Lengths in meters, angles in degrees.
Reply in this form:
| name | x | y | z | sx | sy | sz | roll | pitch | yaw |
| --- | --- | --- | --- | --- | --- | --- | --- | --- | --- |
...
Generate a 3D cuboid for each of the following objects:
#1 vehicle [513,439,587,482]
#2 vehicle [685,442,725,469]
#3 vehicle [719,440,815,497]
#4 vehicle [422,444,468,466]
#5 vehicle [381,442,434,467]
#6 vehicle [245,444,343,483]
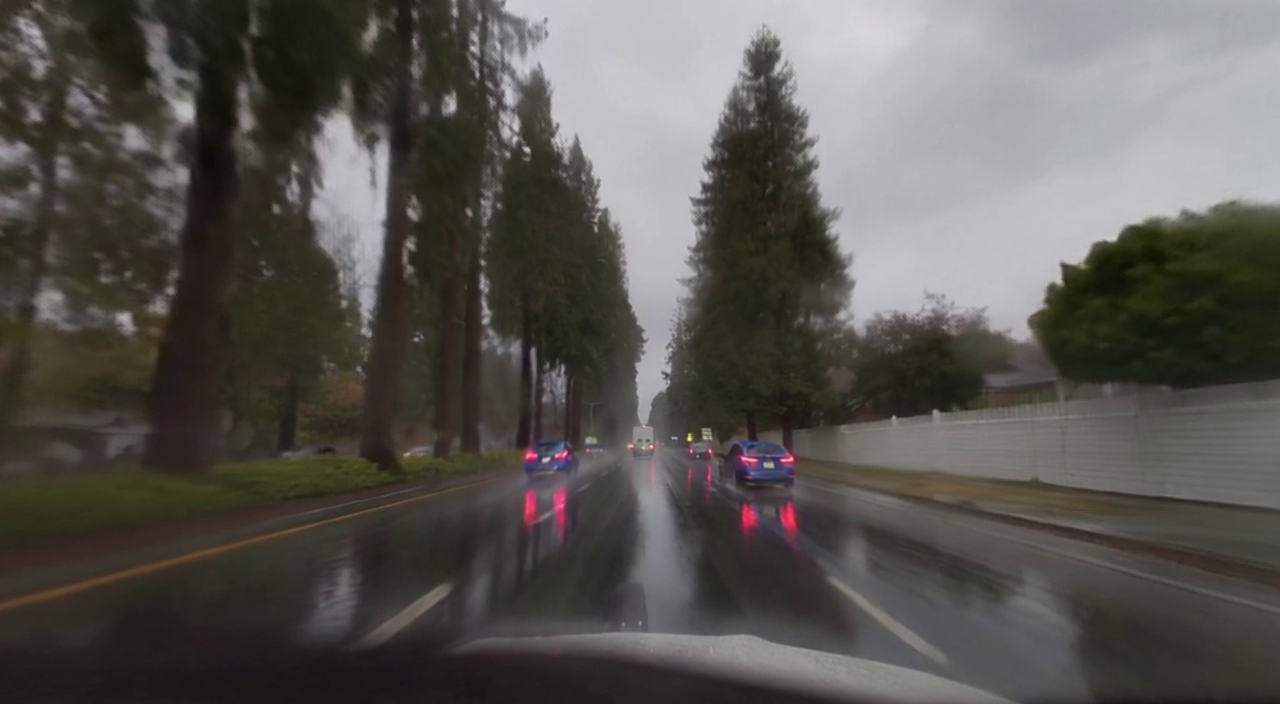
| name | x | y | z | sx | sy | sz | roll | pitch | yaw |
| --- | --- | --- | --- | --- | --- | --- | --- | --- | --- |
| vehicle | -3.313 | 4.075 | 23.980 | 2.036 | 1.474 | 4.647 | 0 | -8 | 1 |
| vehicle | 3.938 | 6.320 | 38.613 | 1.905 | 1.520 | 4.340 | 1 | -8 | -1 |
| vehicle | 3.595 | 3.382 | 18.634 | 1.945 | 1.469 | 4.258 | 0 | -8 | 0 |
| vehicle | -13.656 | 7.199 | 44.146 | 1.816 | 1.484 | 4.356 | 0 | -8 | 0 |
| vehicle | -17.504 | 7.741 | 47.558 | 2.107 | 1.796 | 5.011 | 0 | -8 | 0 |
| vehicle | -14.041 | 4.498 | 25.749 | 1.822 | 1.461 | 3.778 | 0 | -8 | 0 |
